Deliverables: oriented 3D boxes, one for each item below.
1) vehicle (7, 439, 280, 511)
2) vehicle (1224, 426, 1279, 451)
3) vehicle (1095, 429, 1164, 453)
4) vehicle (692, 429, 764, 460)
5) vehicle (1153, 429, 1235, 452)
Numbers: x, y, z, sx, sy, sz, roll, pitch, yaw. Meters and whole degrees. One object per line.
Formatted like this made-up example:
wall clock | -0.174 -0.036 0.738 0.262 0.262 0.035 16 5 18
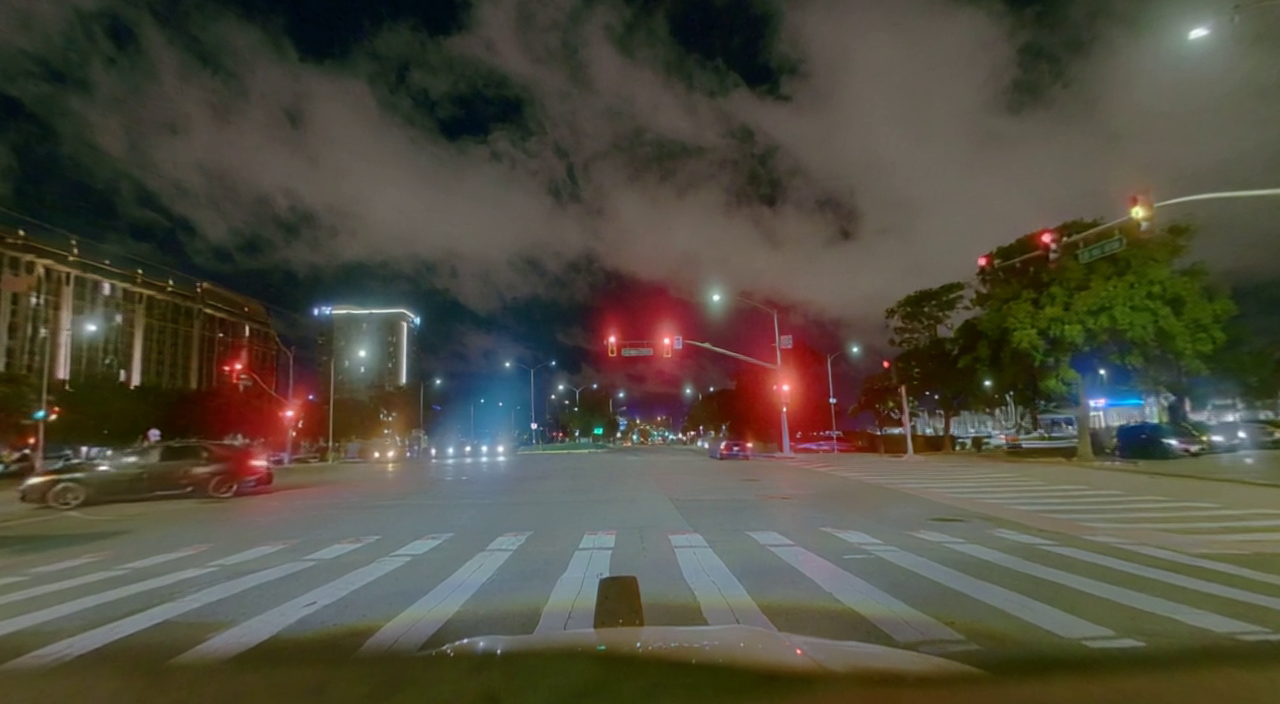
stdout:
vehicle | -11.795 2.898 15.490 4.916 1.504 1.846 6 -10 -35
vehicle | 42.245 5.737 41.933 2.037 1.614 5.175 0 -8 0
vehicle | 33.235 6.100 43.083 2.090 1.494 4.321 -3 -9 15
vehicle | 5.050 5.399 36.944 1.977 1.698 4.571 4 -9 -25
vehicle | 36.556 5.899 41.850 1.726 1.429 4.163 -1 -8 2
